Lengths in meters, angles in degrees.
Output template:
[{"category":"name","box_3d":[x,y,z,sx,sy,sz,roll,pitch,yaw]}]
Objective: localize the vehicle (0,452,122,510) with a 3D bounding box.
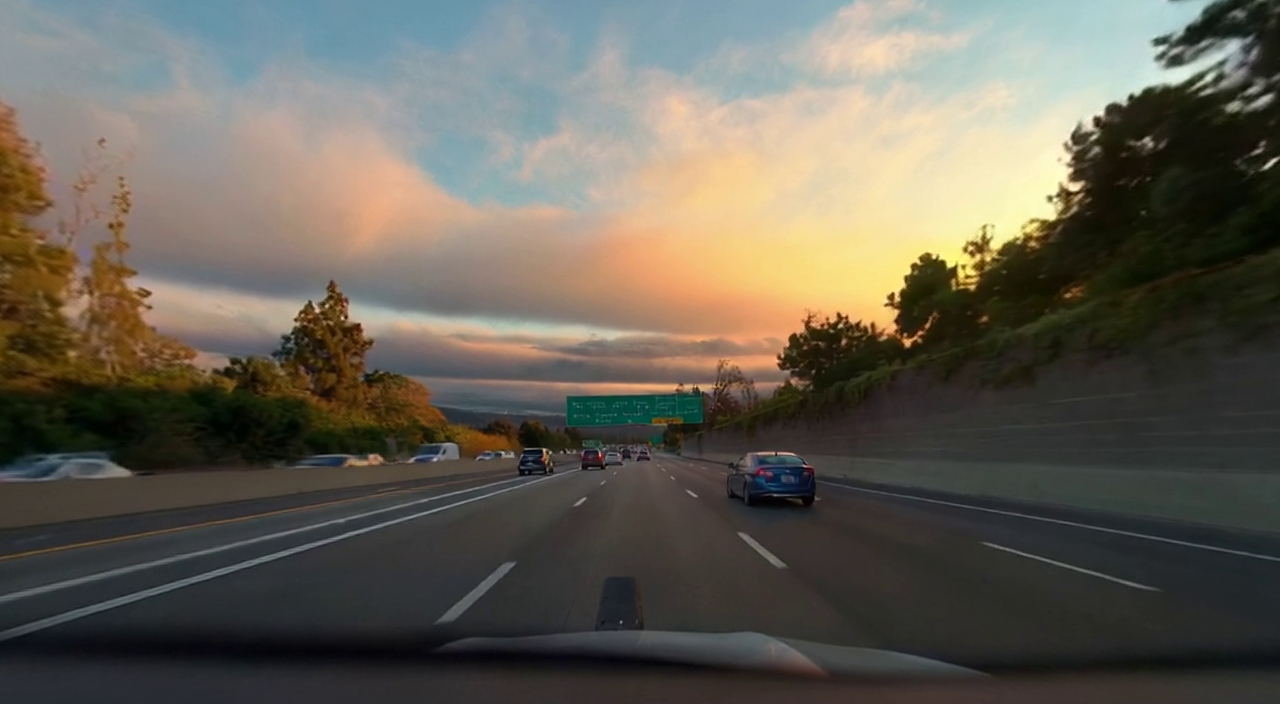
[{"category":"vehicle","box_3d":[-18.090,3.700,18.420,1.881,1.508,4.584,0,-9,1]}]

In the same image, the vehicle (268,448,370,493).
[{"category":"vehicle","box_3d":[-11.745,4.327,23.309,1.767,1.457,3.697,1,-9,0]}]

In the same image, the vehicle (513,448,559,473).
[{"category":"vehicle","box_3d":[-6.710,7.046,41.153,2.107,1.541,4.713,1,-9,1]}]

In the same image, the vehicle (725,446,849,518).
[{"category":"vehicle","box_3d":[3.384,3.060,15.388,1.979,1.486,4.125,1,-9,-1]}]

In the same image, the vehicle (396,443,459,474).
[{"category":"vehicle","box_3d":[-14.692,7.371,43.922,2.313,1.980,5.831,1,-9,1]}]

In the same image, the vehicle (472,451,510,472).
[{"category":"vehicle","box_3d":[-11.253,8.249,47.637,1.868,1.435,3.659,1,-9,2]}]

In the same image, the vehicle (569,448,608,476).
[{"category":"vehicle","box_3d":[-3.111,6.791,39.099,2.030,1.563,4.389,1,-9,0]}]
